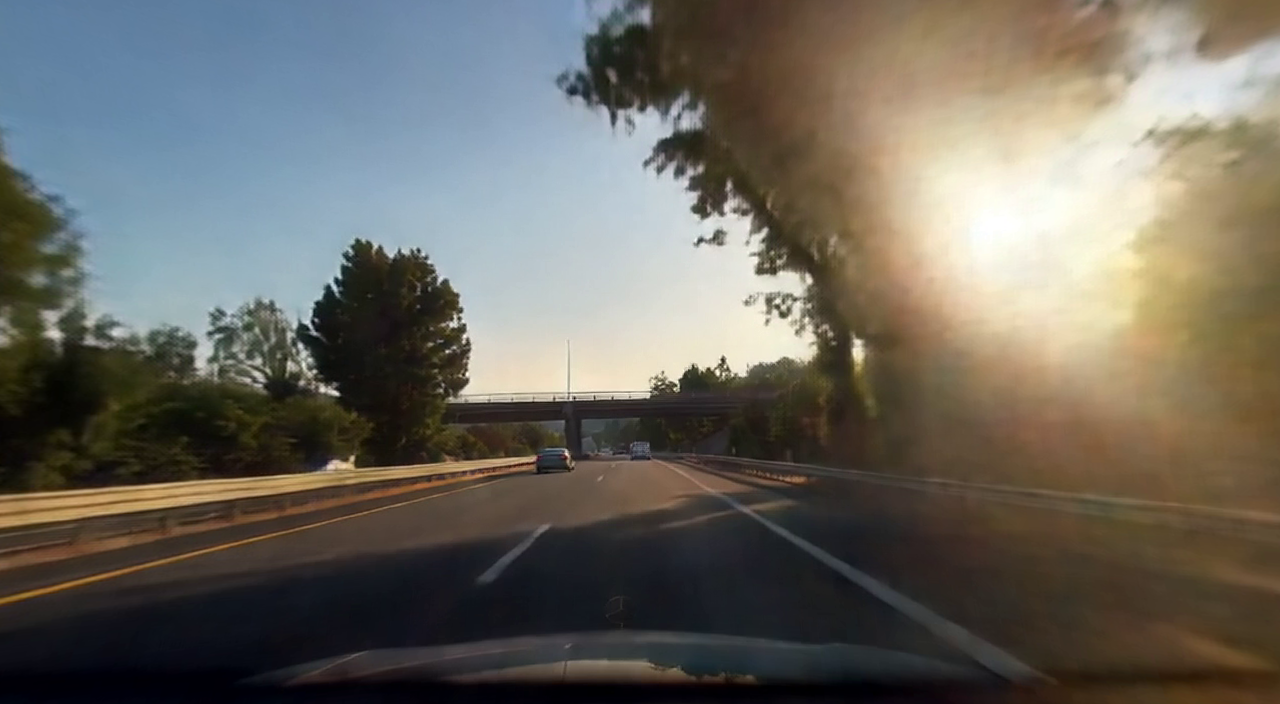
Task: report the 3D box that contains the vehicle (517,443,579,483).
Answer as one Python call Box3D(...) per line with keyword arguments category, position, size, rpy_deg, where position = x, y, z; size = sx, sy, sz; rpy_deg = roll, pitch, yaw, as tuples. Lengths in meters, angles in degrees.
Box3D(category="vehicle", position=(-4.036, 4.936, 28.461), size=(2.076, 1.637, 4.526), rpy_deg=(0, -9, 0))
